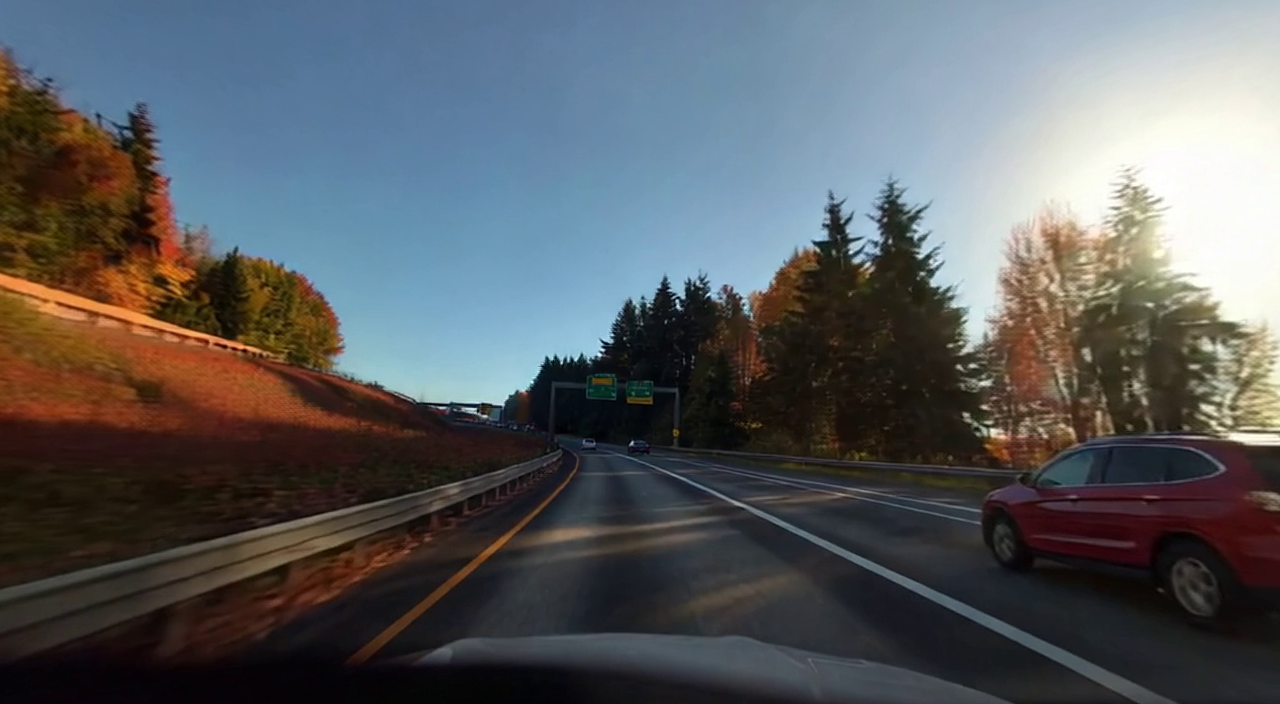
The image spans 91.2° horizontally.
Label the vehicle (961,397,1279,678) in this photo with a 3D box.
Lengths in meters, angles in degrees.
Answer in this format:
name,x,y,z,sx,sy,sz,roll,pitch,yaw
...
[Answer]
name,x,y,z,sx,sy,sz,roll,pitch,yaw
vehicle,4.491,1.203,4.672,1.952,1.536,4.036,-1,-9,-1
